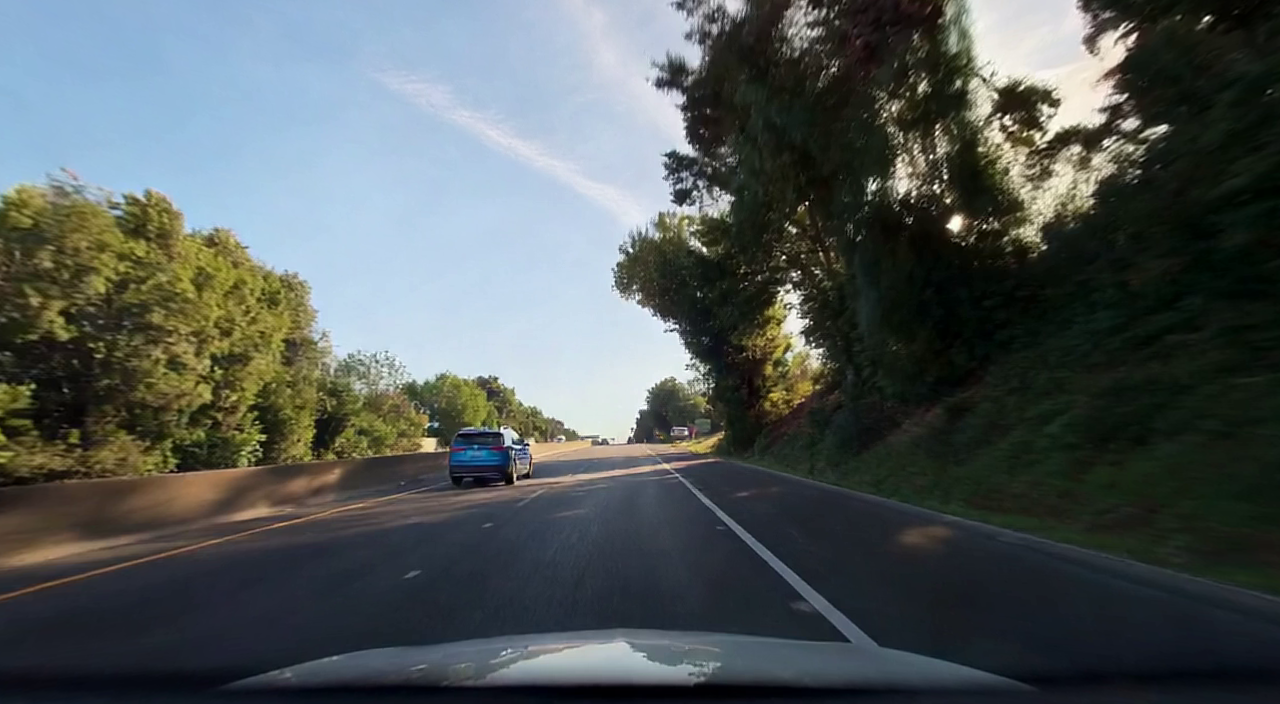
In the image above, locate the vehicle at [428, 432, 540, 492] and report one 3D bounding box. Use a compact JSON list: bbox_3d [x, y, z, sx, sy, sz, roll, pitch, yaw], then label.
[{"bbox_3d":[-4.271,3.050,17.969,2.063,1.496,4.225,0,-8,1],"label":"vehicle"}]
